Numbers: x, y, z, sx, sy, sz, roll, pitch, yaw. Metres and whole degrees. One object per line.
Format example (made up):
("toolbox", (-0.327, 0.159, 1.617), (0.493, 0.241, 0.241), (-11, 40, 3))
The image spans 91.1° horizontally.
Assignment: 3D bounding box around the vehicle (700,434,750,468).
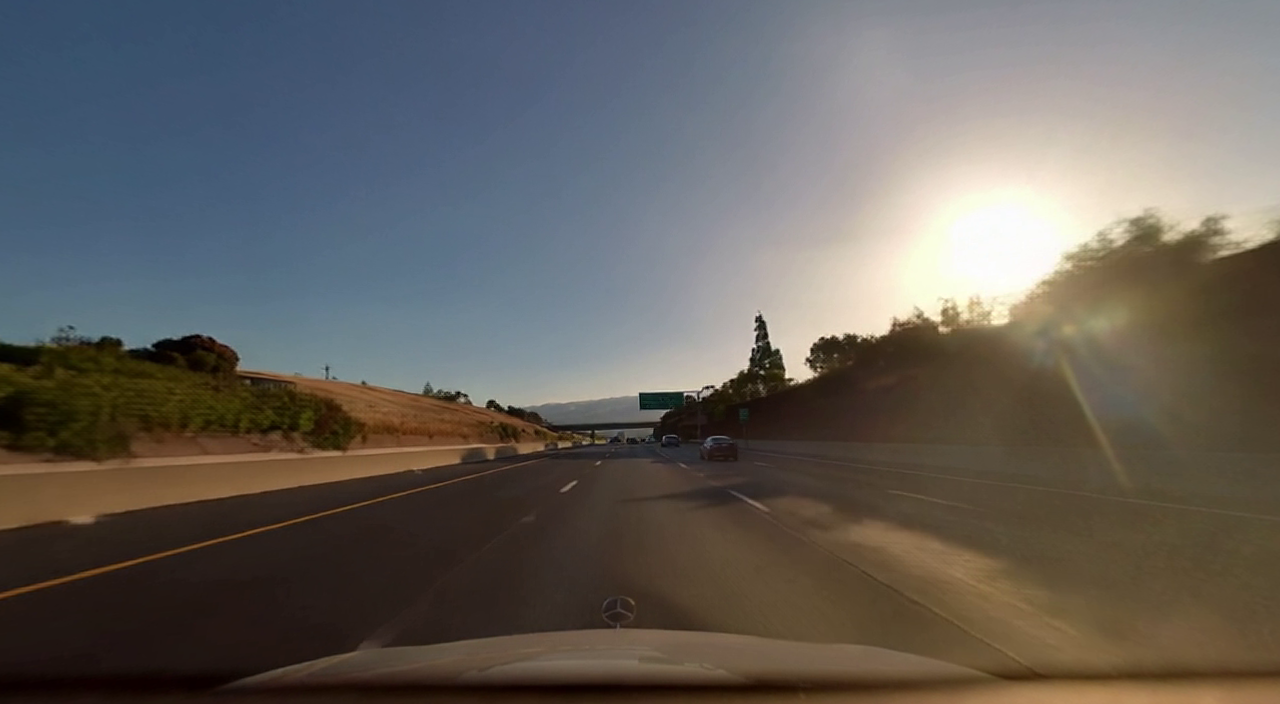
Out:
("vehicle", (4.025, 4.711, 30.258), (1.802, 1.492, 3.804), (0, -8, -1))
